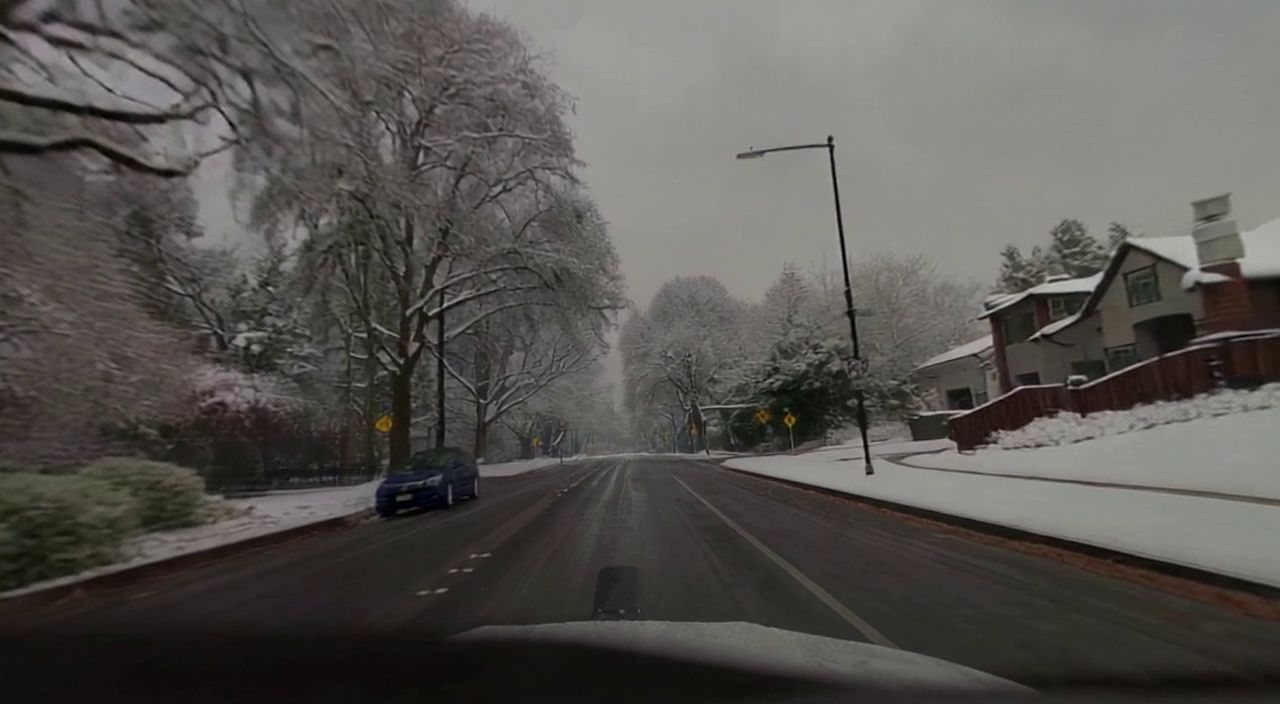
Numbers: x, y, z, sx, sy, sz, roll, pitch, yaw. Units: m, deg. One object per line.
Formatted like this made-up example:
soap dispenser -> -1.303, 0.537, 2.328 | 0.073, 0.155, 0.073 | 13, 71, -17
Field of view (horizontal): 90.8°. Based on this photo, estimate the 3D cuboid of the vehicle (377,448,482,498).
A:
vehicle -> -7.077, 4.094, 21.857 | 2.006, 1.501, 4.789 | 0, -9, 0
